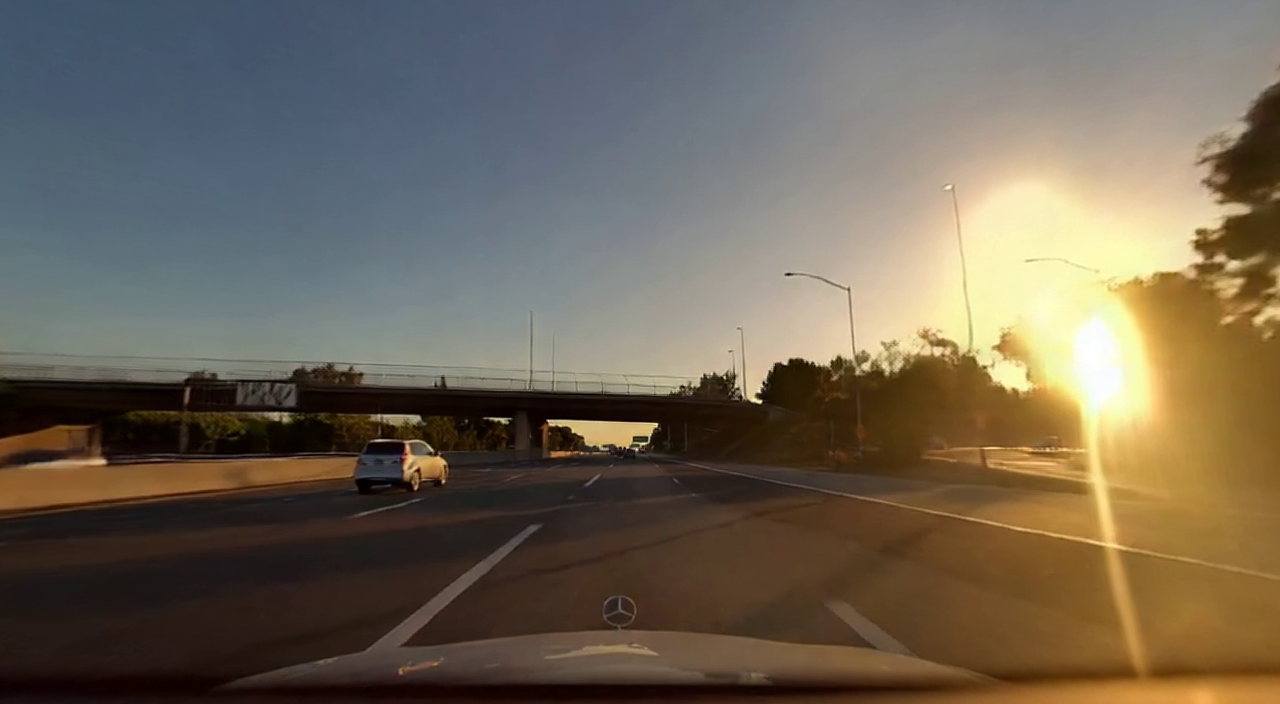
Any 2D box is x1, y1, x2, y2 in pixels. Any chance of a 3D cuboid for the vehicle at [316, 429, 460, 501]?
[{"bbox_3d":[-7.154,3.264,18.658,2.231,1.807,4.758,0,-9,1],"label":"vehicle"}]
